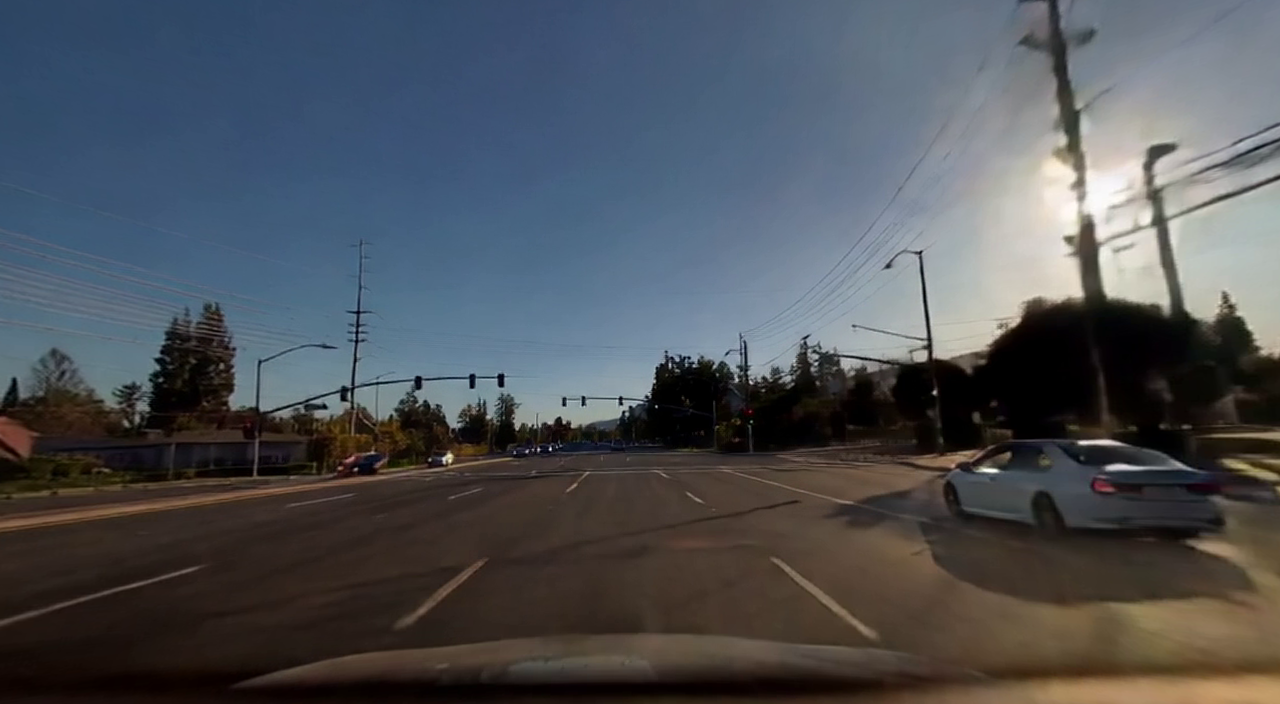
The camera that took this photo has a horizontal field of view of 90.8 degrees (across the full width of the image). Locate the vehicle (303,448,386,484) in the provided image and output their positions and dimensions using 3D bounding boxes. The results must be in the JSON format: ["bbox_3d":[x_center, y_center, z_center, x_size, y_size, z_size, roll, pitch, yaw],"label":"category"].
[{"bbox_3d":[-14.556,5.631,31.449,2.040,1.614,4.564,0,-8,-2],"label":"vehicle"}]

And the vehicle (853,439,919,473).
[{"bbox_3d":[12.384,5.241,32.078,1.979,1.581,4.271,-1,-9,6],"label":"vehicle"}]

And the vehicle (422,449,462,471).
[{"bbox_3d":[-15.381,8.396,49.318,1.880,1.545,3.962,0,-8,-1],"label":"vehicle"}]

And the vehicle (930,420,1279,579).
[{"bbox_3d":[6.141,1.782,8.541,2.113,1.520,4.650,0,-8,-2],"label":"vehicle"}]
